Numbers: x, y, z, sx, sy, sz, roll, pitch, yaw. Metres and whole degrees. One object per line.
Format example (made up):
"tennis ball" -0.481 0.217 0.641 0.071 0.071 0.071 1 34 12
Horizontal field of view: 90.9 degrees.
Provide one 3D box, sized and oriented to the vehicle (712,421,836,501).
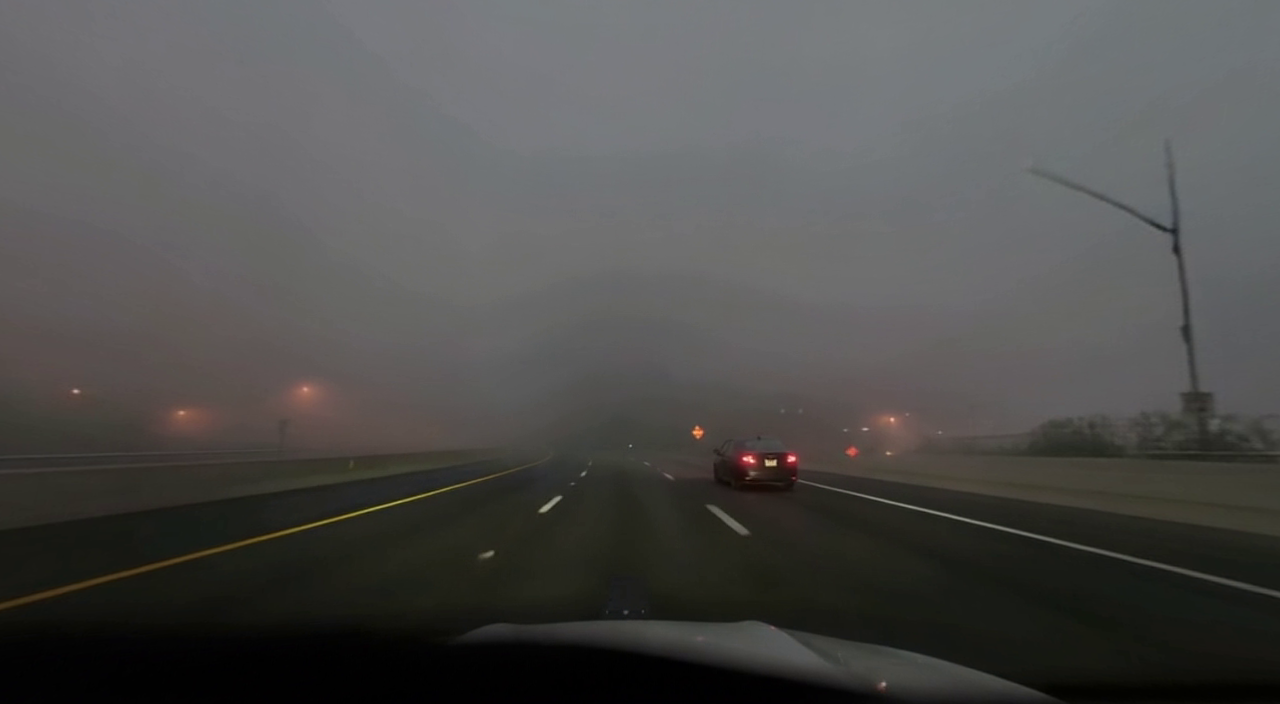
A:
"vehicle" 3.145 2.674 15.812 2.059 1.715 4.192 0 -8 -2
